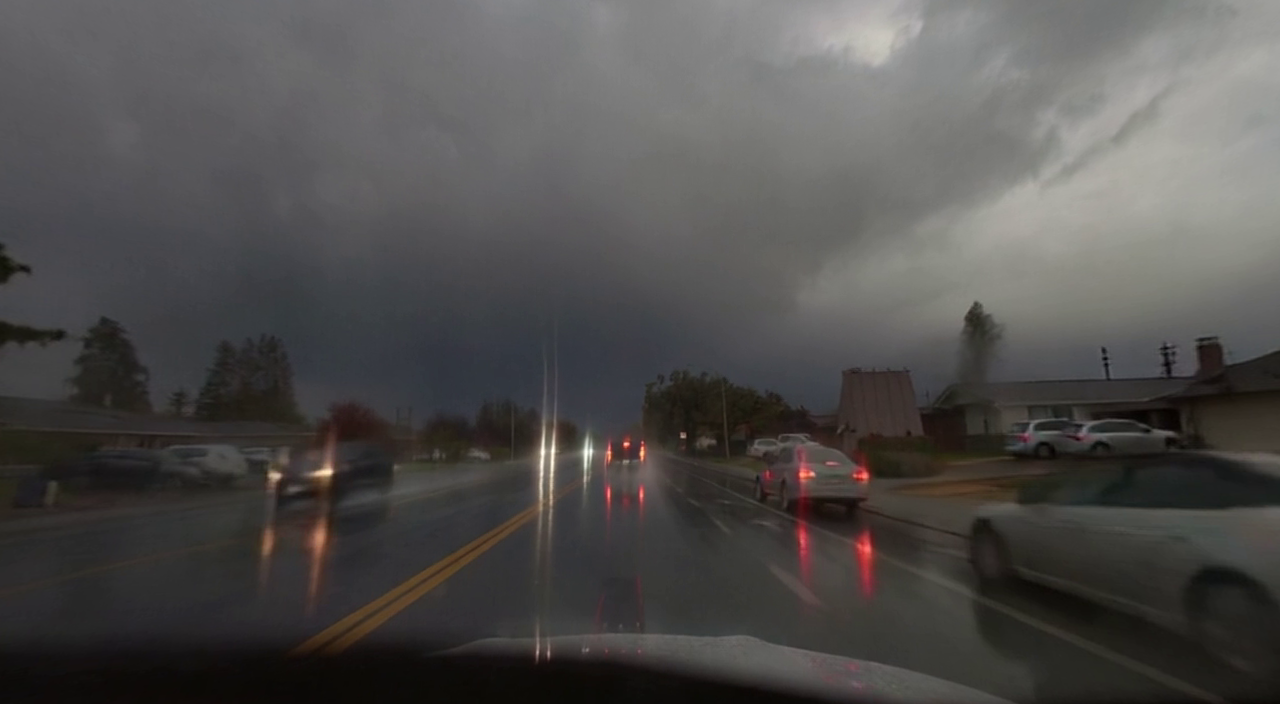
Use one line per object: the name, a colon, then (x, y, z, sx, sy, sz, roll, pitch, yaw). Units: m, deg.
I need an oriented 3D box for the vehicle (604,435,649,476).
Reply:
vehicle: (-0.674, 5.403, 33.214, 2.153, 1.942, 4.767, 0, -9, 0)

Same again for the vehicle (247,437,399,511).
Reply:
vehicle: (-8.721, 3.370, 17.942, 1.999, 1.806, 4.479, 0, -9, 0)

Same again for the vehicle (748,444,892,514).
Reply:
vehicle: (4.273, 3.090, 16.018, 2.001, 1.480, 5.022, 0, -9, -2)

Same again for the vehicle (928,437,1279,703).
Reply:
vehicle: (4.499, 1.459, 5.166, 1.963, 1.469, 4.709, 0, -9, -1)

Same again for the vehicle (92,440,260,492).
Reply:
vehicle: (-19.908, 4.906, 27.330, 5.551, 1.870, 2.183, -3, -8, -1)
